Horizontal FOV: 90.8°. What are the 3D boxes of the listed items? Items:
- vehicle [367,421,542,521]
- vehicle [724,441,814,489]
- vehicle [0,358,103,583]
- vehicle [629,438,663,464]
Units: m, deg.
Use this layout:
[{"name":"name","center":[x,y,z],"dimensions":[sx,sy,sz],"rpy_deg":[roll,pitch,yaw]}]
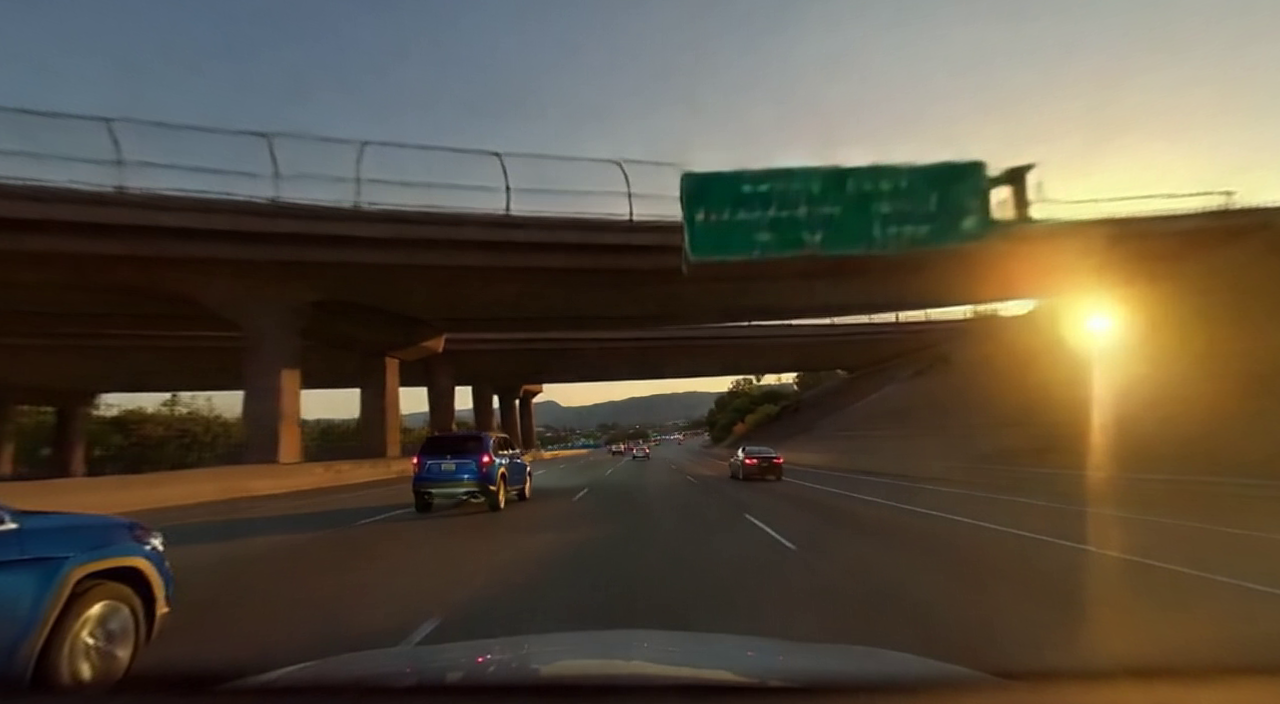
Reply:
[{"name":"vehicle","center":[-3.378,2.267,12.526],"dimensions":[2.193,1.641,4.077],"rpy_deg":[0,-8,0]},{"name":"vehicle","center":[4.172,3.728,21.266],"dimensions":[2.083,1.453,4.307],"rpy_deg":[0,-8,-1]},{"name":"vehicle","center":[-6.797,0.804,3.934],"dimensions":[2.327,1.958,5.113],"rpy_deg":[0,-8,0]},{"name":"vehicle","center":[0.428,7.308,46.795],"dimensions":[2.428,1.841,4.402],"rpy_deg":[0,-8,0]}]
